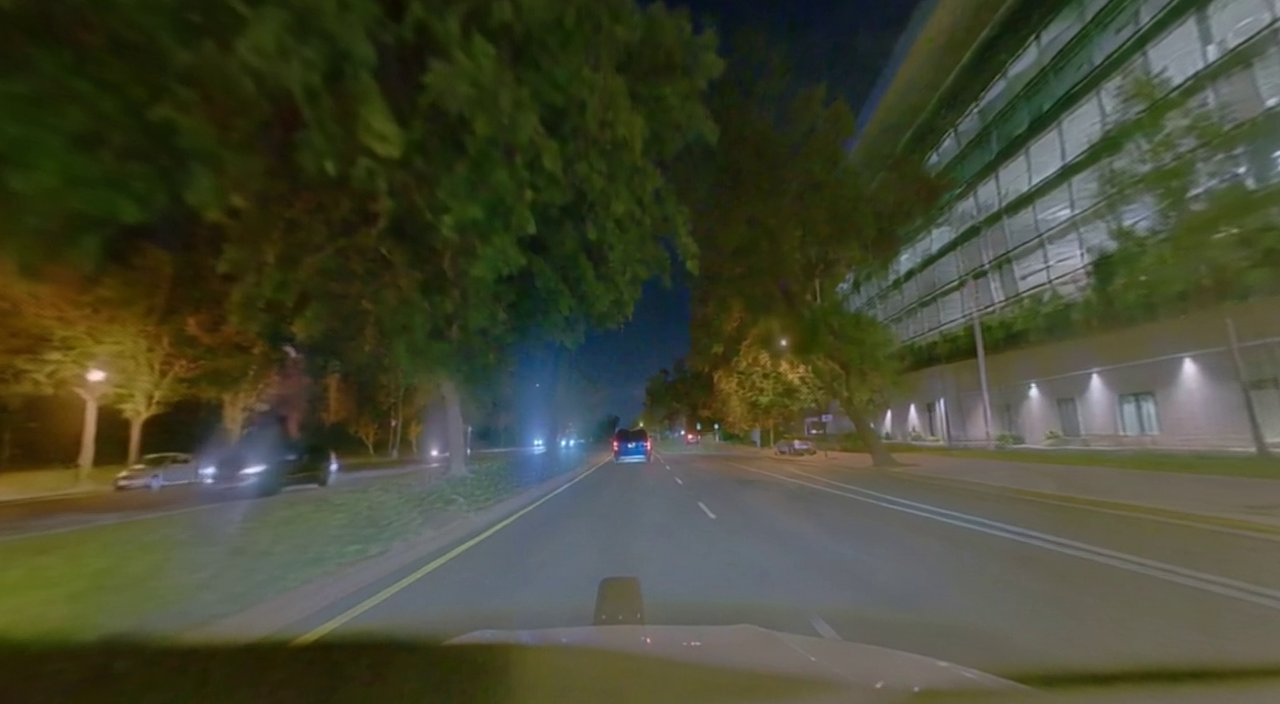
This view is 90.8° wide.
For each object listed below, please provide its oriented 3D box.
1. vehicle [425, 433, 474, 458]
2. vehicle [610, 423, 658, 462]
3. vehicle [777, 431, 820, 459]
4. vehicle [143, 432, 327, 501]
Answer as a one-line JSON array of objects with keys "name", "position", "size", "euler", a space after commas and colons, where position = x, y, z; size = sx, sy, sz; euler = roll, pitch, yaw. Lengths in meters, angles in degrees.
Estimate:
[{"name": "vehicle", "position": [-13.527, 6.656, 45.113], "size": [1.929, 1.676, 5.134], "euler": [0, -9, 0]}, {"name": "vehicle", "position": [-0.328, 4.992, 34.728], "size": [2.411, 1.937, 5.186], "euler": [0, -8, -1]}, {"name": "vehicle", "position": [11.008, 6.510, 44.152], "size": [2.364, 1.781, 4.854], "euler": [-1, -9, 8]}, {"name": "vehicle", "position": [-10.764, 3.068, 17.326], "size": [1.979, 1.605, 4.550], "euler": [0, -9, 1]}]
